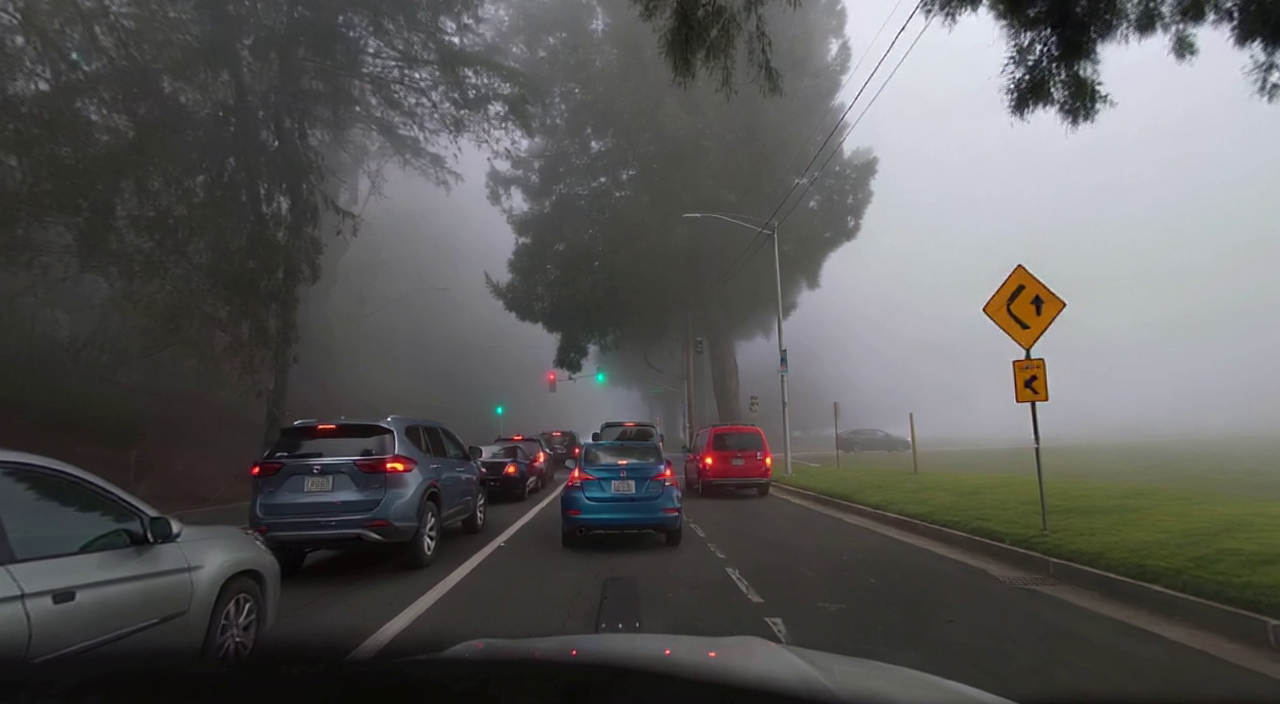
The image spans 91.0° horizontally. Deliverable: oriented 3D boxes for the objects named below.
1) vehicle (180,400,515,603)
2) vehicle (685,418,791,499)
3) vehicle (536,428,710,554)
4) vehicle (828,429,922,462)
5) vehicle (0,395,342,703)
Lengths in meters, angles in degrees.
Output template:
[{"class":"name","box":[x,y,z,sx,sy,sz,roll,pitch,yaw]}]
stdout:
[{"class":"vehicle","box":[-2.898,1.575,7.458,1.964,1.712,4.097,0,-8,0]},{"class":"vehicle","box":[2.451,2.820,16.943,2.059,1.864,4.541,0,-8,-1]},{"class":"vehicle","box":[-0.253,1.921,9.355,2.025,1.453,3.848,0,-8,-2]},{"class":"vehicle","box":[11.386,4.559,30.698,3.883,1.534,1.779,0,-8,2]},{"class":"vehicle","box":[-2.923,0.839,1.625,1.974,1.484,4.716,0,-8,0]}]
